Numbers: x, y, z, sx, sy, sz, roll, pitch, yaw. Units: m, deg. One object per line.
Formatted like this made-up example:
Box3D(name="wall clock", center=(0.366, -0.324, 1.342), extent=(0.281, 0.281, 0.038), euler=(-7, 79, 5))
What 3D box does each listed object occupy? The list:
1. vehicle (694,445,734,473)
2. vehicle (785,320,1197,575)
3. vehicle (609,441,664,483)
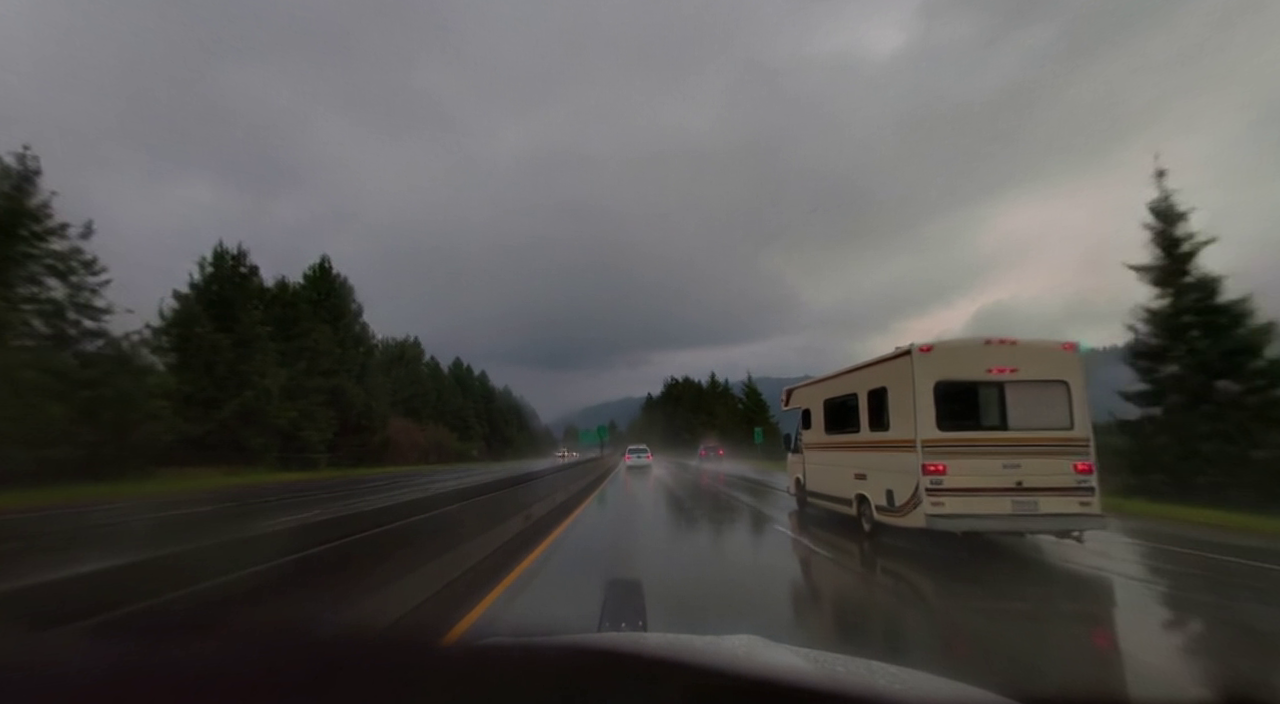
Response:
Box3D(name="vehicle", center=(4.063, 5.929, 35.042), extent=(1.757, 1.459, 3.398), euler=(0, -9, -1))
Box3D(name="vehicle", center=(4.687, 1.585, 10.571), extent=(2.745, 2.832, 7.035), euler=(0, -9, 0))
Box3D(name="vehicle", center=(-0.174, 4.575, 26.397), extent=(2.120, 1.575, 4.018), euler=(0, -9, -1))
